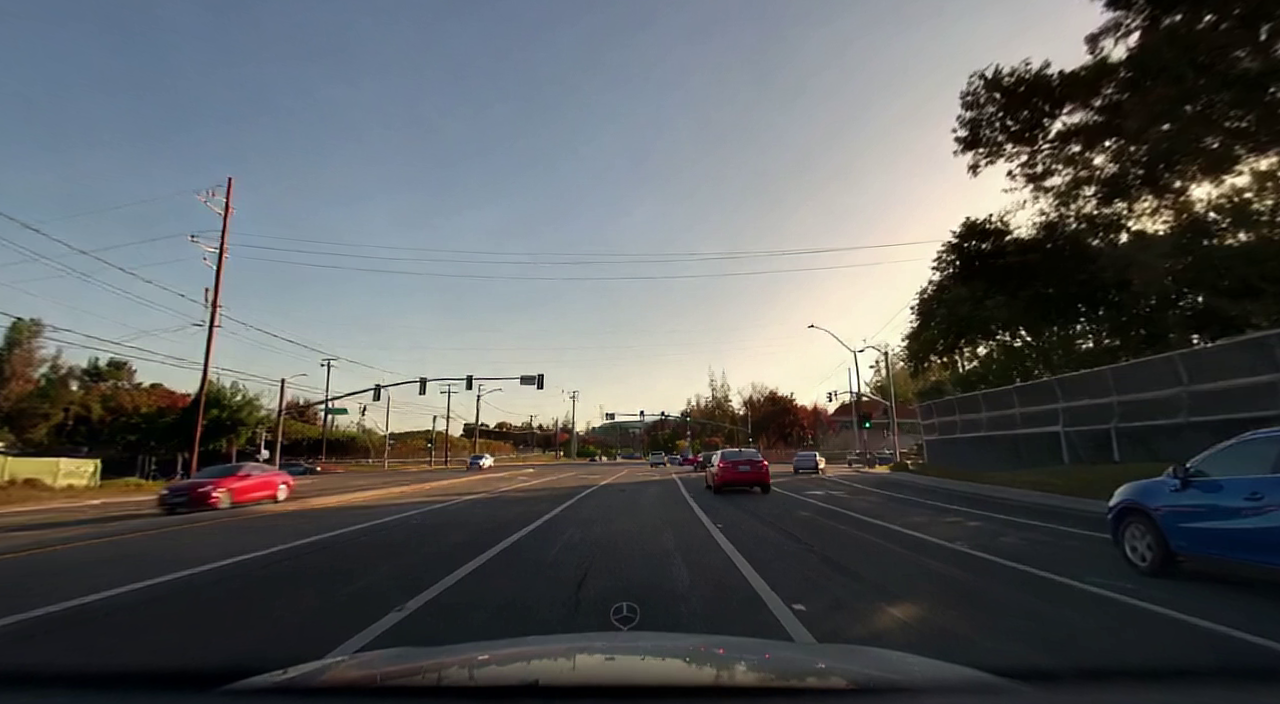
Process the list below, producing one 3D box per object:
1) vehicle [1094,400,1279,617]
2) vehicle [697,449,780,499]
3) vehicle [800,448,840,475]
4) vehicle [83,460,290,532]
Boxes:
[{"bbox_3d":[6.352,1.286,5.144,2.029,1.795,4.371,0,-9,0],"label":"vehicle"},{"bbox_3d":[3.161,4.010,21.178,2.035,1.460,4.392,0,-8,0],"label":"vehicle"},{"bbox_3d":[12.601,7.684,44.479,1.949,1.758,4.215,-1,-9,6],"label":"vehicle"},{"bbox_3d":[-11.373,3.597,16.381,1.916,1.486,4.563,0,-8,1],"label":"vehicle"}]
